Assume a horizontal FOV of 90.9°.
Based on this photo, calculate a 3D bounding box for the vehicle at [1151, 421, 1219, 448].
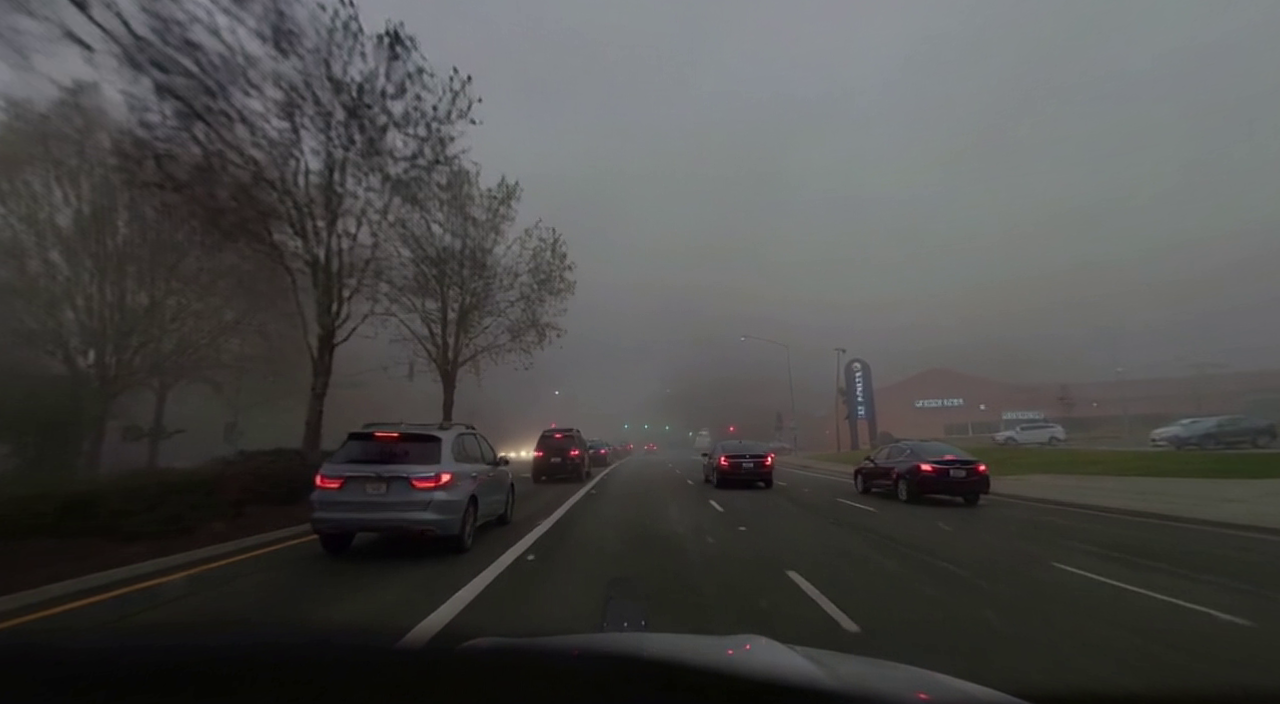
[{"bbox_3d":[30.977,4.749,35.966,1.787,1.423,4.347,-4,-10,26],"label":"vehicle"}]

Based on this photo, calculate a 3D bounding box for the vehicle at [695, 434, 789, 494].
[{"bbox_3d":[2.817,3.207,18.374,2.004,1.512,4.206,0,-9,0],"label":"vehicle"}]

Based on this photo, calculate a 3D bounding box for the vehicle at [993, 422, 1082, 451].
[{"bbox_3d":[29.820,6.387,47.437,2.209,1.864,5.044,2,-11,-28],"label":"vehicle"}]

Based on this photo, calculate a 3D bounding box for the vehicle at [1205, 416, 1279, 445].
[{"bbox_3d":[33.922,4.440,35.399,1.983,1.520,4.391,-3,-9,25],"label":"vehicle"}]

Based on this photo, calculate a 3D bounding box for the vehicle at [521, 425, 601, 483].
[{"bbox_3d":[-2.605,3.508,21.869,2.117,1.799,4.442,0,-9,1],"label":"vehicle"}]

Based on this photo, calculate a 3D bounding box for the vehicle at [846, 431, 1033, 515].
[{"bbox_3d":[6.373,2.618,14.188,1.881,1.540,4.750,0,-9,0],"label":"vehicle"}]

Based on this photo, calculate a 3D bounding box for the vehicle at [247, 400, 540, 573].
[{"bbox_3d":[-2.829,1.676,8.587,2.141,1.719,4.379,0,-9,1],"label":"vehicle"}]
